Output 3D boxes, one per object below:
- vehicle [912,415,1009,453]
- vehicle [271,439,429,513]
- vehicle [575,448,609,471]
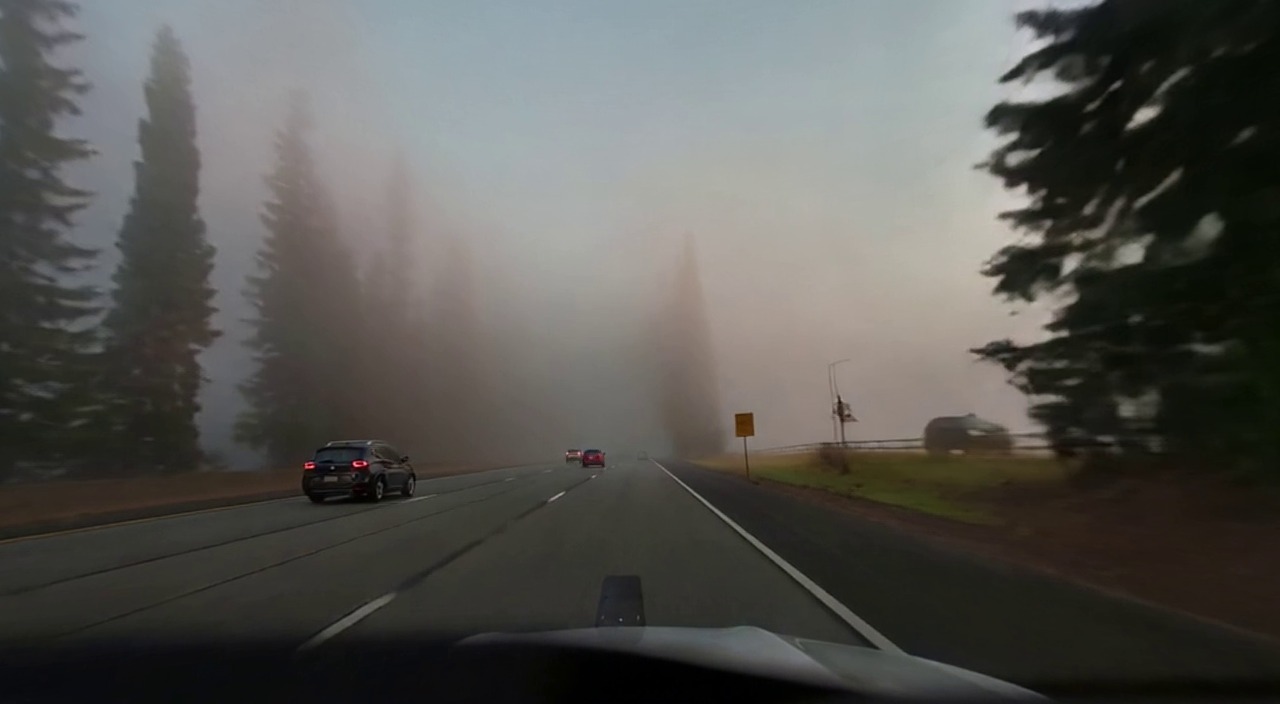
[{"bbox_3d":[13.854,3.648,27.577,1.875,1.529,4.740,0,-9,2],"label":"vehicle"},{"bbox_3d":[-7.168,3.089,16.149,2.007,1.616,4.141,0,-9,1],"label":"vehicle"},{"bbox_3d":[-3.503,7.979,46.941,2.104,1.558,4.639,0,-9,0],"label":"vehicle"}]
